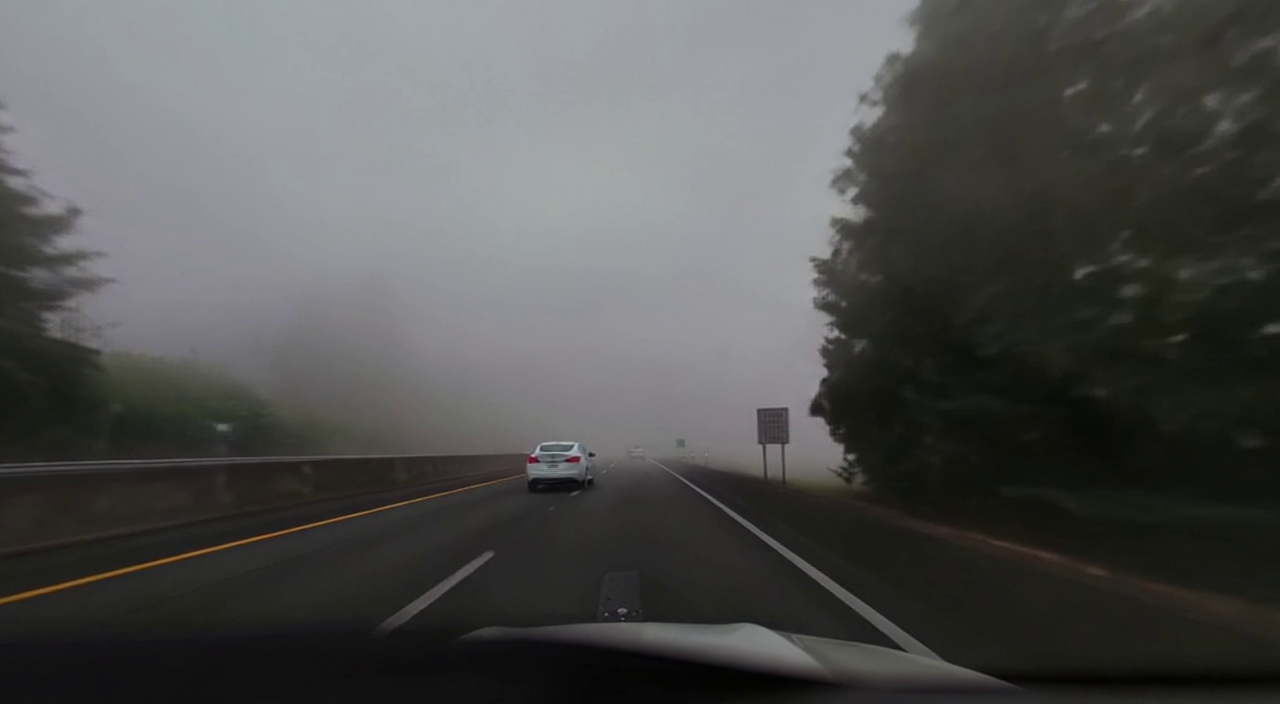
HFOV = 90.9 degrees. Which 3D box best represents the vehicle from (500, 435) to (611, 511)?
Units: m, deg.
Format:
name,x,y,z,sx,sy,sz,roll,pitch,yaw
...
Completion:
name,x,y,z,sx,sy,sz,roll,pitch,yaw
vehicle,-2.011,3.067,16.482,2.135,1.686,4.517,-1,-9,2
